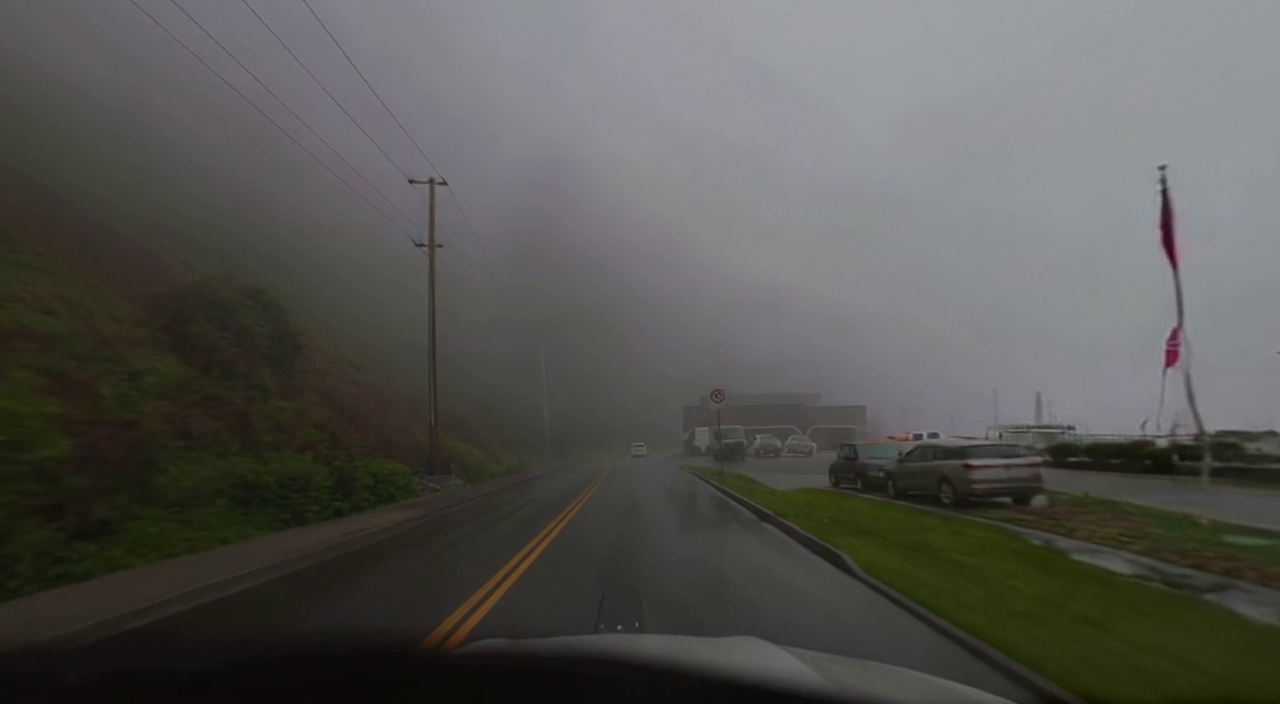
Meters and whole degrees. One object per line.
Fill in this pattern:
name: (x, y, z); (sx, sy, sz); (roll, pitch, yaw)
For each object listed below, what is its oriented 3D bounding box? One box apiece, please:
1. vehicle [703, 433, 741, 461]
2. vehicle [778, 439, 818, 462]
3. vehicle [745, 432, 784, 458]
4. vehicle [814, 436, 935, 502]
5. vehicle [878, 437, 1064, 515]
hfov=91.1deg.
vehicle: (5.754, 6.757, 44.509); (1.977, 1.860, 4.237); (0, -9, -2)
vehicle: (11.050, 6.888, 44.105); (1.819, 1.494, 3.834); (0, -9, 0)
vehicle: (8.555, 6.477, 43.613); (1.924, 1.713, 4.627); (-1, -9, 2)
vehicle: (6.986, 3.463, 19.276); (1.961, 1.648, 4.260); (-2, -7, -1)
vehicle: (7.303, 2.752, 14.445); (1.909, 1.496, 4.079); (0, -9, -2)
